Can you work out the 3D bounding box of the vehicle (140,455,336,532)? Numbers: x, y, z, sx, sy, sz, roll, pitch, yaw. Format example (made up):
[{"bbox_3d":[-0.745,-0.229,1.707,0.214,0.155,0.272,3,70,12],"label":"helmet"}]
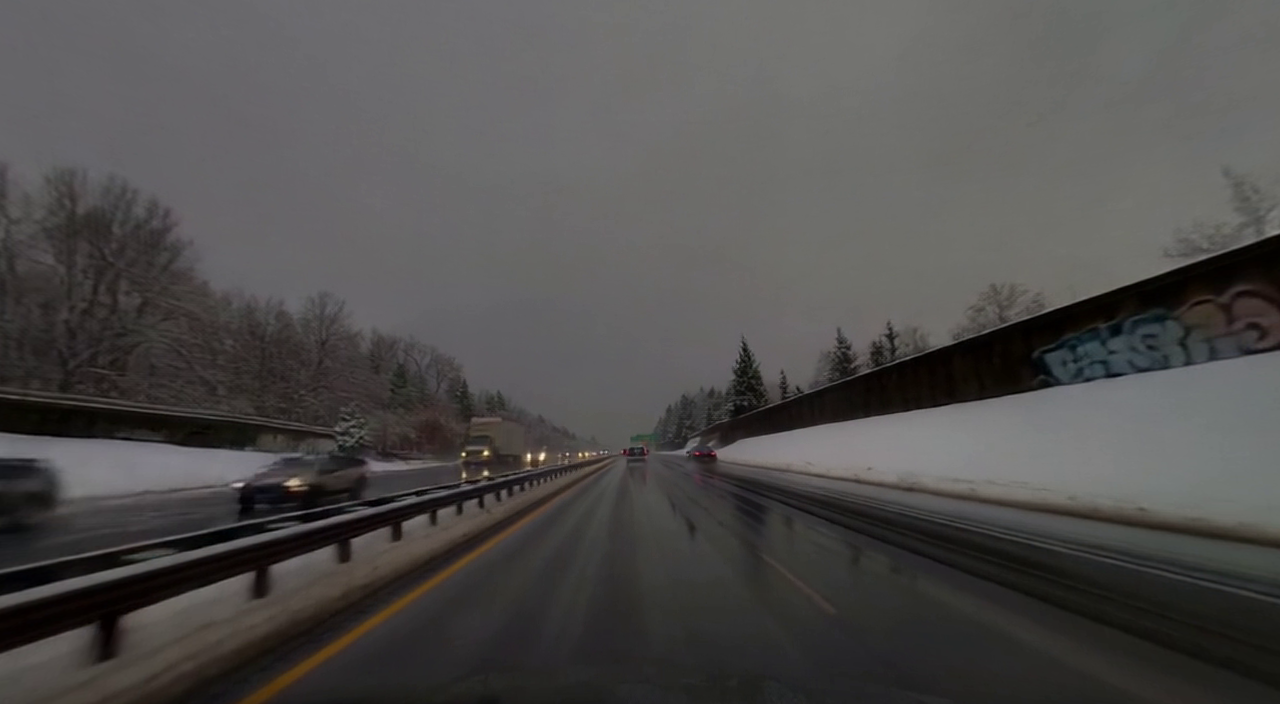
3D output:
[{"bbox_3d":[-9.295,3.254,15.051,1.843,1.494,4.347,0,-9,0],"label":"vehicle"}]

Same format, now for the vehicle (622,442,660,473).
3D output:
[{"bbox_3d":[0.033,6.273,37.480,2.095,1.671,4.219,0,-9,-1],"label":"vehicle"}]

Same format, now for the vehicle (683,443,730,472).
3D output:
[{"bbox_3d":[3.865,6.199,37.062,2.303,1.614,4.154,-1,-9,0],"label":"vehicle"}]
